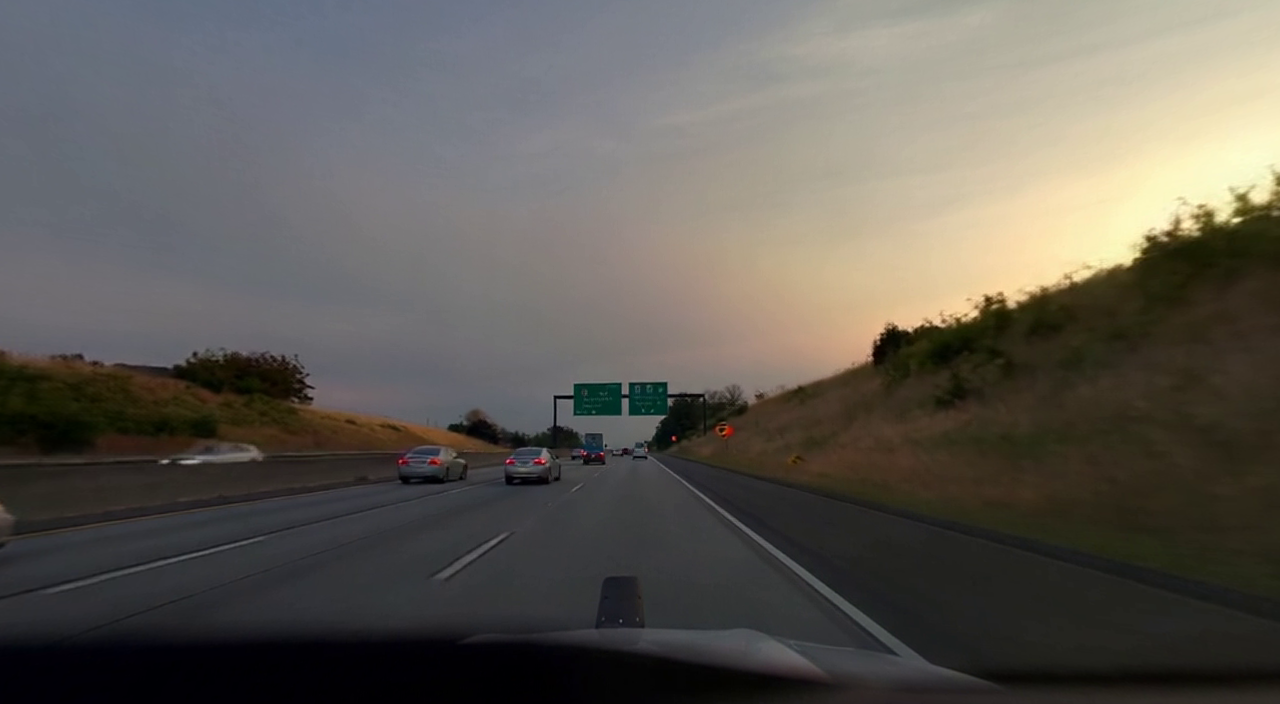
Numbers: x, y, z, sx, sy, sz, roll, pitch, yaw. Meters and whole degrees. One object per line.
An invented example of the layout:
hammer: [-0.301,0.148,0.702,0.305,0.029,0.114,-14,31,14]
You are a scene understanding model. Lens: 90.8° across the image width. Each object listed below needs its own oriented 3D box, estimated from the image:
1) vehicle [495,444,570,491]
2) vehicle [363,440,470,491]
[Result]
vehicle: [-3.610,3.959,21.930,1.924,1.436,3.915,0,-9,0]
vehicle: [-7.525,3.856,21.725,2.091,1.558,4.220,0,-9,0]
